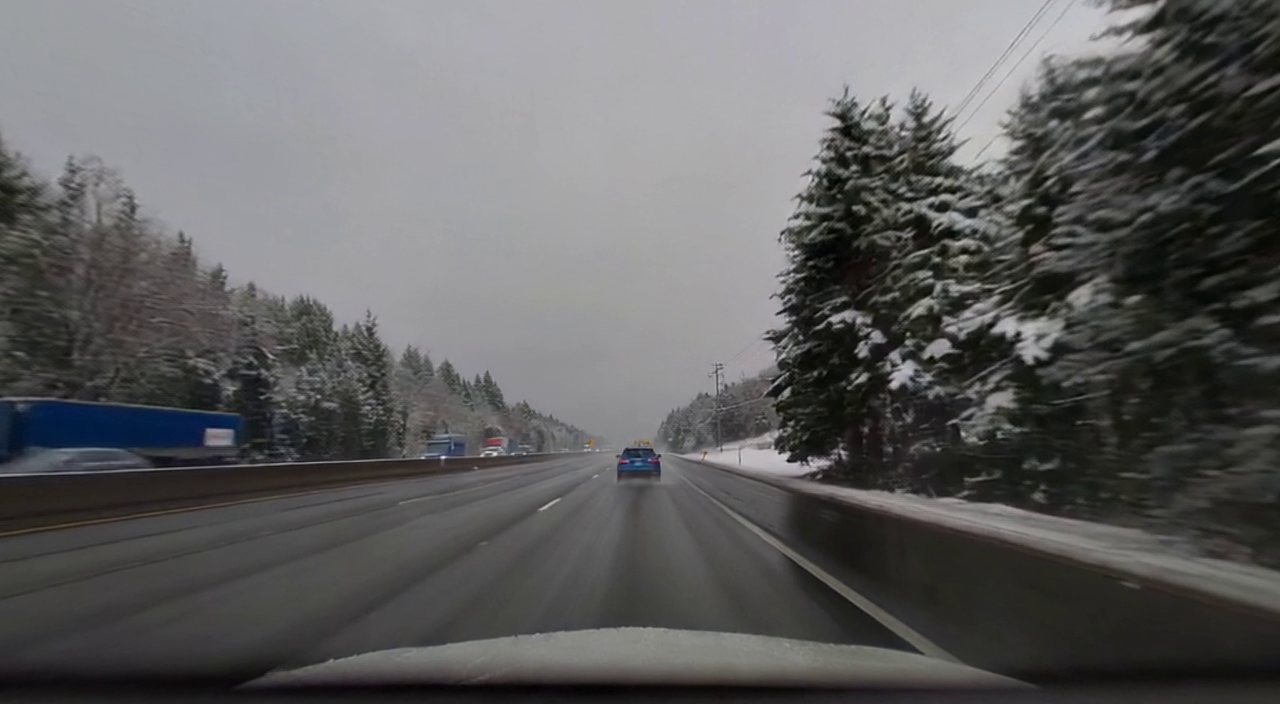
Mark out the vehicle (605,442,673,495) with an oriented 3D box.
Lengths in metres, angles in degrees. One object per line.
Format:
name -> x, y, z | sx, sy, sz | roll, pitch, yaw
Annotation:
vehicle -> -0.053, 3.687, 20.262 | 1.966, 1.499, 4.298 | 0, -9, -1

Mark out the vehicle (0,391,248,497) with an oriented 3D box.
vehicle -> -24.916, 4.355, 29.239 | 2.894, 3.848, 16.526 | 0, -9, 0
